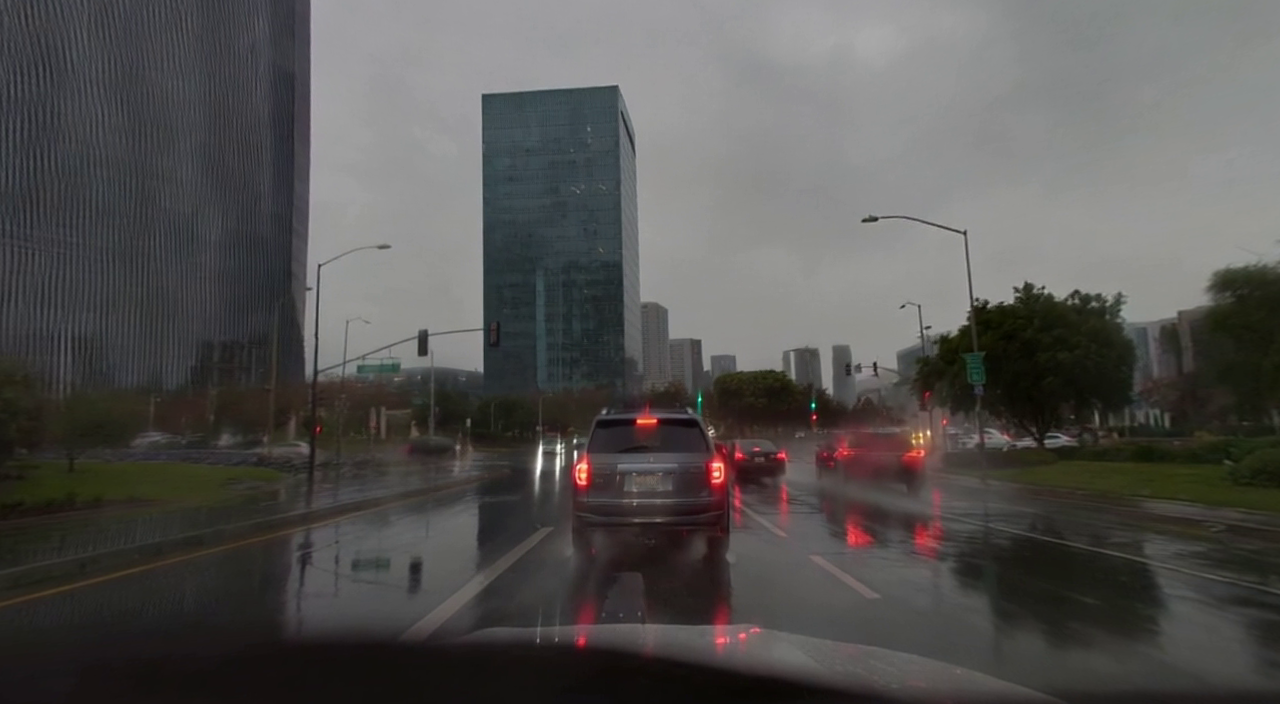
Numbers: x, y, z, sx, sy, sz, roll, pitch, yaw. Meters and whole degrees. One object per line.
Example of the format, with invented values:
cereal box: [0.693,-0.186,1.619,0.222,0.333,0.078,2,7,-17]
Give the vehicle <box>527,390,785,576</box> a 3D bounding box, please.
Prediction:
vehicle: [0.158,1.669,8.721,2.601,1.878,4.535,0,-9,0]

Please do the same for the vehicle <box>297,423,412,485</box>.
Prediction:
vehicle: [-11.894,4.320,26.934,2.717,2.310,6.448,1,-9,-8]

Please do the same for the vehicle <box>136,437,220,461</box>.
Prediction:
vehicle: [-34.536,7.234,47.147,4.622,1.742,1.965,0,-9,-2]
